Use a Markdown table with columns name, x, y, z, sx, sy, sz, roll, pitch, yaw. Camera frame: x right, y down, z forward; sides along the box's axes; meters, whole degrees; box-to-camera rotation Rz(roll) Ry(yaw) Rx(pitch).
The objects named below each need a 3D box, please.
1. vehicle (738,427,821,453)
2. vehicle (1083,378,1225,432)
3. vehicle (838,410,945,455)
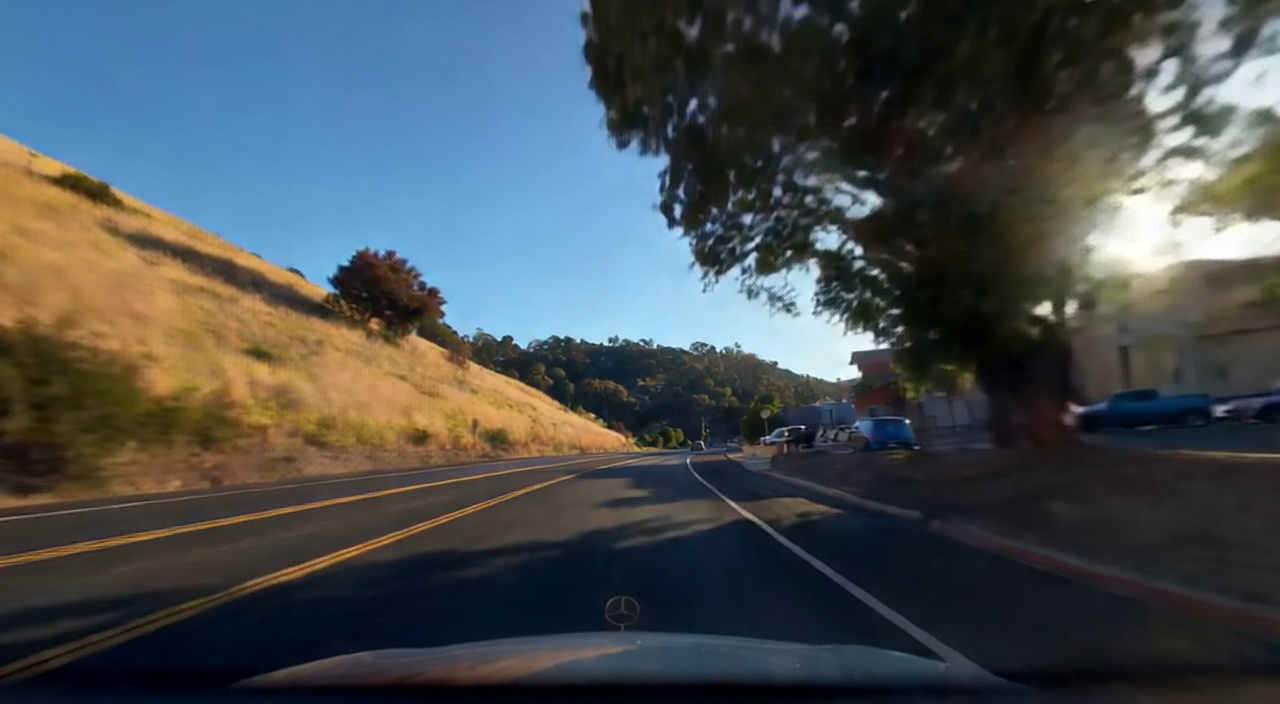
| name | x | y | z | sx | sy | sz | roll | pitch | yaw |
| --- | --- | --- | --- | --- | --- | --- | --- | --- | --- |
| vehicle | 10.615 | 6.857 | 48.763 | 2.216 | 1.887 | 6.388 | 6 | -11 | -34 |
| vehicle | 20.324 | 2.208 | 25.289 | 1.933 | 1.770 | 4.325 | -3 | -9 | 0 |
| vehicle | 9.706 | 3.237 | 24.901 | 2.103 | 1.447 | 4.727 | -4 | -9 | -2 |
